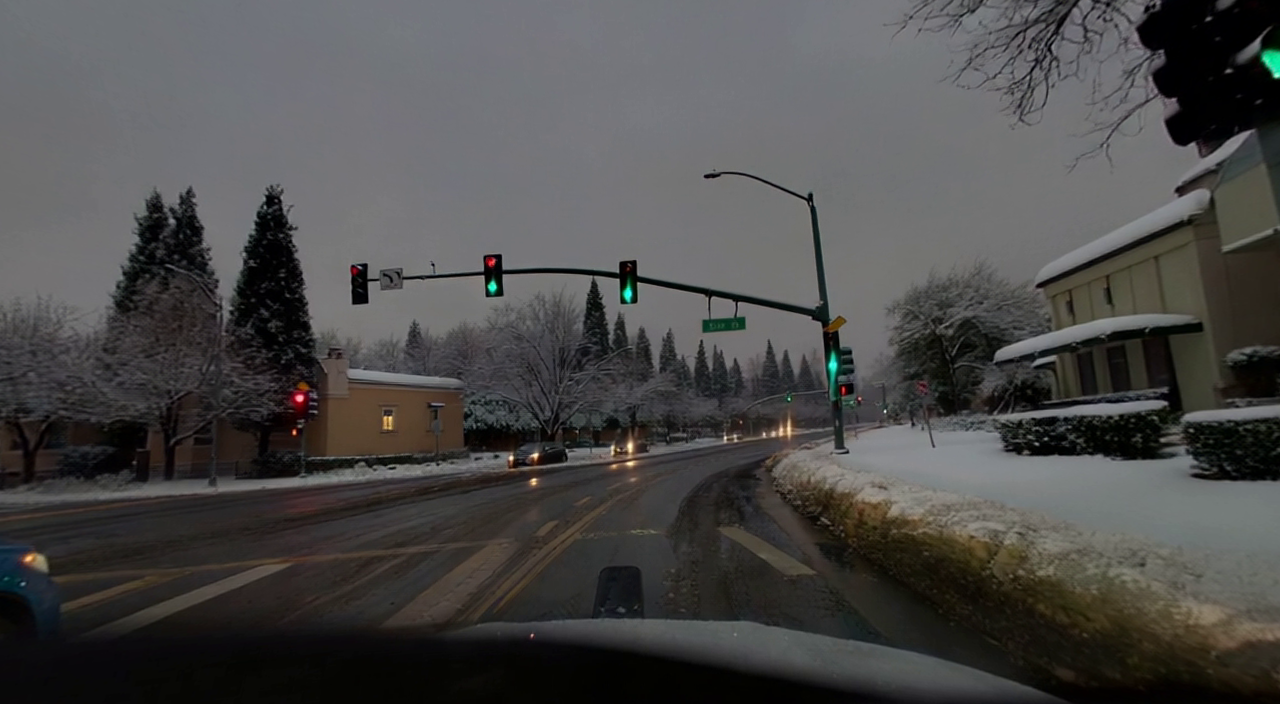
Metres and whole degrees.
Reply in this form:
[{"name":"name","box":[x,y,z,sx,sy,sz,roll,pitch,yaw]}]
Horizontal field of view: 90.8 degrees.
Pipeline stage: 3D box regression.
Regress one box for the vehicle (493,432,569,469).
[{"name":"vehicle","box":[-5.685,5.231,33.641,2.181,1.792,4.648,-3,-9,16]}]
